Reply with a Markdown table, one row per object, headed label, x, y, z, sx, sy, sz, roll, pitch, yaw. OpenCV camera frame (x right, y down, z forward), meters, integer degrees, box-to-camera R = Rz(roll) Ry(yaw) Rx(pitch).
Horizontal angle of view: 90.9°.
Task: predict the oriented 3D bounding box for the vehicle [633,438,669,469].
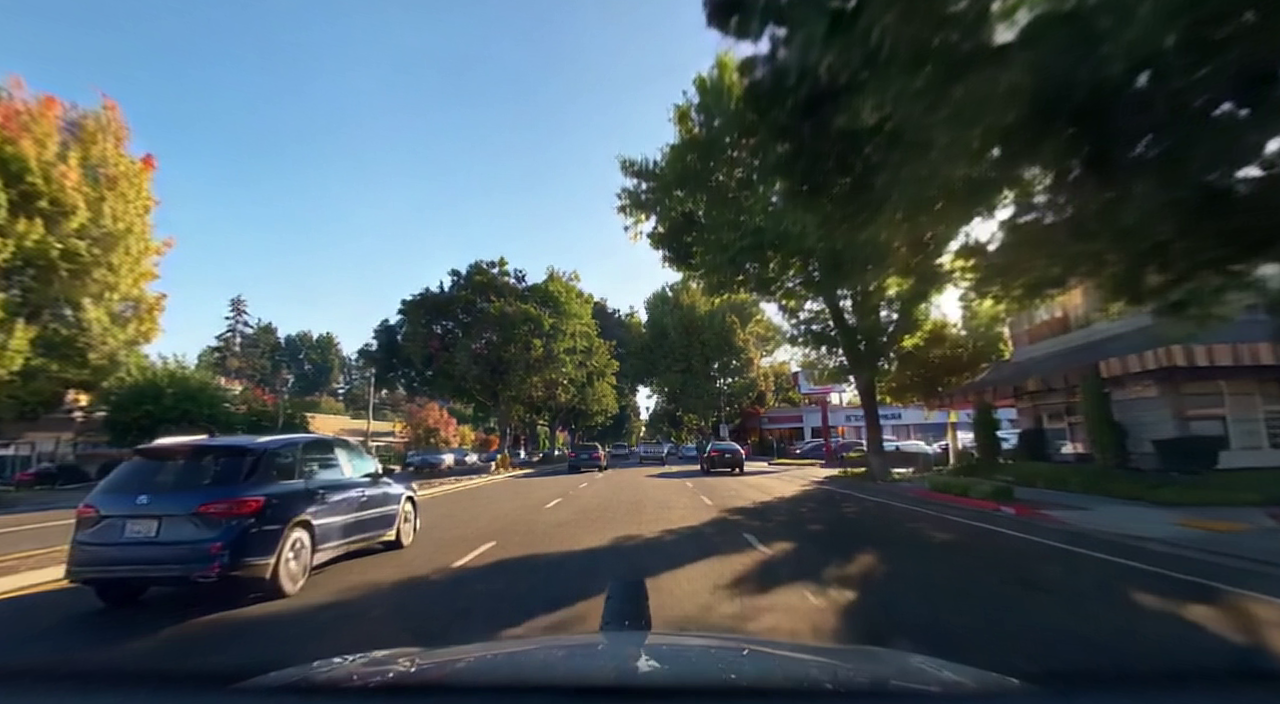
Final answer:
| label | x | y | z | sx | sy | sz | roll | pitch | yaw |
| --- | --- | --- | --- | --- | --- | --- | --- | --- | --- |
| vehicle | 0.672 | 6.455 | 40.351 | 2.193 | 1.873 | 4.033 | 0 | -9 | 0 |

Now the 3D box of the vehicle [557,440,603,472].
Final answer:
| label | x | y | z | sx | sy | sz | roll | pitch | yaw |
| --- | --- | --- | --- | --- | --- | --- | --- | --- | --- |
| vehicle | -3.207 | 5.684 | 34.623 | 2.026 | 1.665 | 4.193 | 0 | -9 | 2 |

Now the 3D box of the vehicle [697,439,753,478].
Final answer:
| label | x | y | z | sx | sy | sz | roll | pitch | yaw |
| --- | --- | --- | --- | --- | --- | --- | --- | --- | --- |
| vehicle | 3.687 | 4.687 | 27.927 | 1.922 | 1.579 | 3.642 | 0 | -9 | -1 |

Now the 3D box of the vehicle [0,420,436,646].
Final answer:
| label | x | y | z | sx | sy | sz | roll | pitch | yaw |
| --- | --- | --- | --- | --- | --- | --- | --- | --- | --- |
| vehicle | -3.810 | 1.528 | 6.430 | 1.908 | 1.481 | 4.351 | 0 | -9 | 1 |
